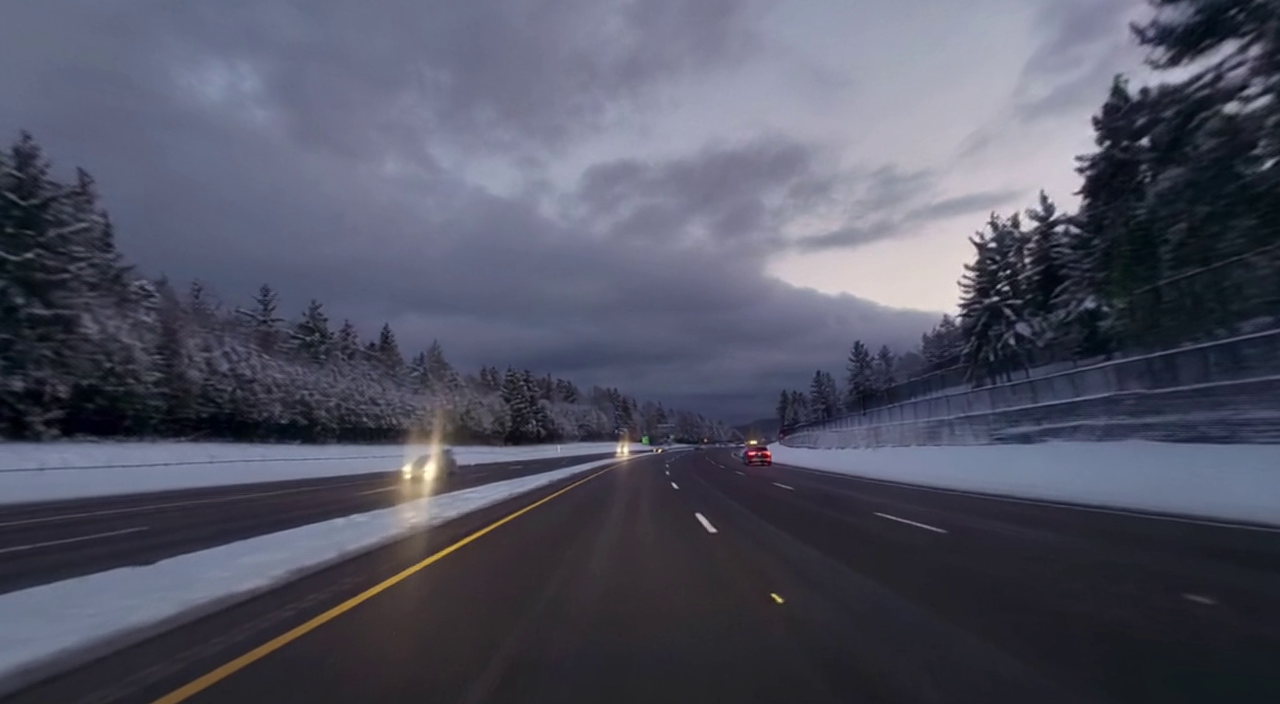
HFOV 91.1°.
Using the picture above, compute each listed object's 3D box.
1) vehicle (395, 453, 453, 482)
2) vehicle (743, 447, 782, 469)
[{"bbox_3d":[-12.129,6.506,35.614,1.876,1.462,3.677,-1,-9,2],"label":"vehicle"},{"bbox_3d":[8.947,7.796,46.396,1.983,1.486,4.545,-1,-9,0],"label":"vehicle"}]
